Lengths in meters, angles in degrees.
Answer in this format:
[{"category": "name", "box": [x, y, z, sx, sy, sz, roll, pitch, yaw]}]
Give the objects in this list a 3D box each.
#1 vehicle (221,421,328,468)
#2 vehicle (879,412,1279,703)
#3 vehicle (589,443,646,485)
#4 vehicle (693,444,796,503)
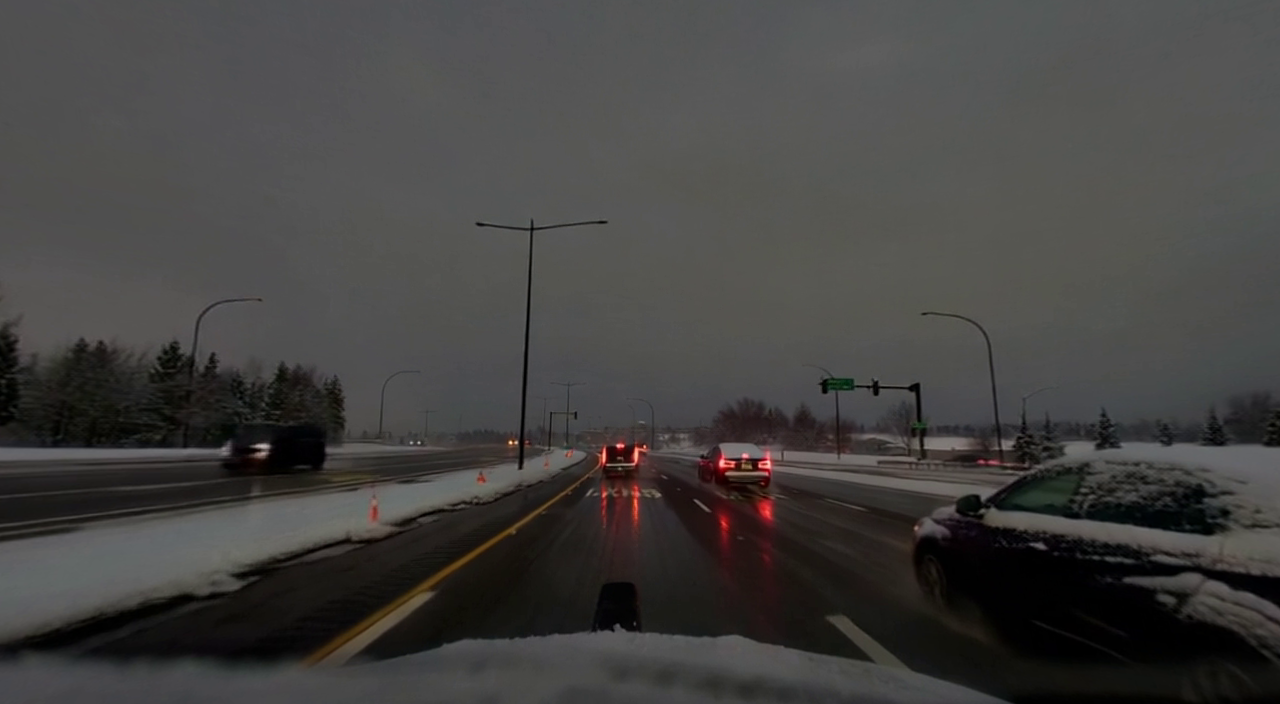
[{"category": "vehicle", "box": [-16.489, 4.230, 28.839, 2.113, 1.925, 4.606, 0, -9, -1]}, {"category": "vehicle", "box": [3.200, 1.146, 3.531, 1.996, 1.455, 4.281, 0, -9, -1]}, {"category": "vehicle", "box": [-0.826, 4.336, 24.764, 2.069, 1.470, 4.004, 0, -9, -1]}, {"category": "vehicle", "box": [2.805, 3.375, 18.117, 2.042, 1.460, 4.451, 0, -9, -2]}]
